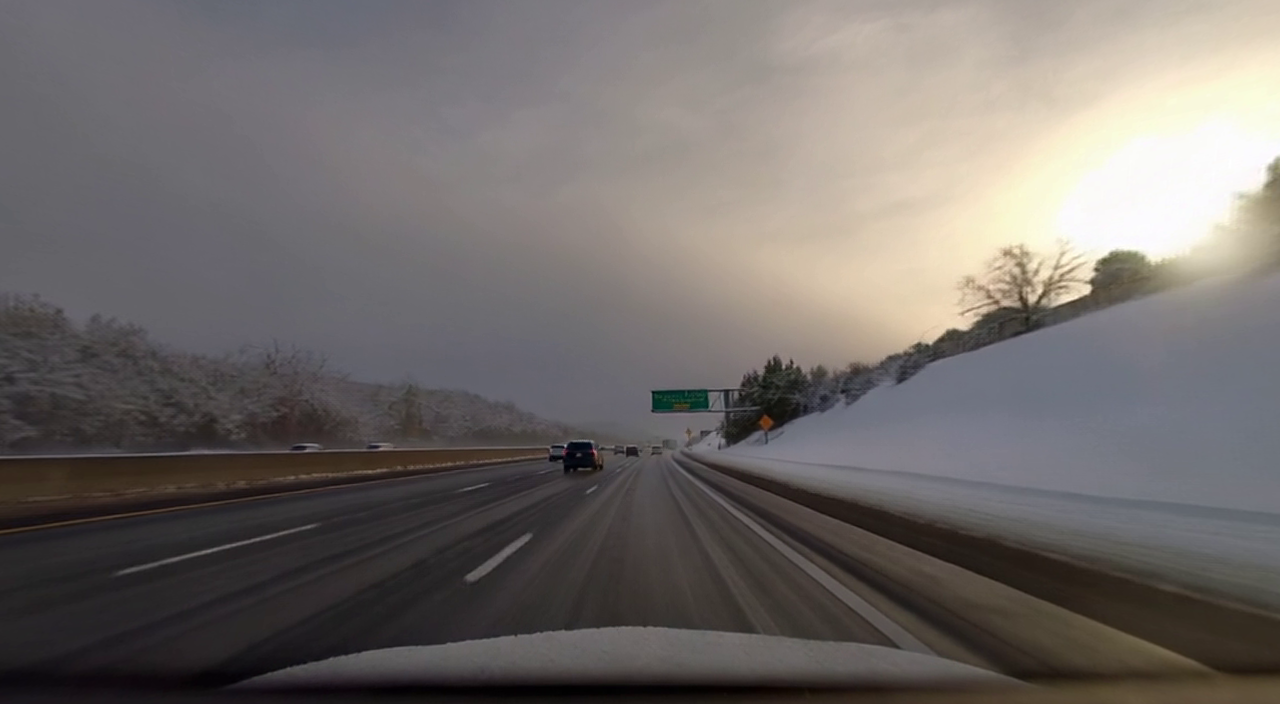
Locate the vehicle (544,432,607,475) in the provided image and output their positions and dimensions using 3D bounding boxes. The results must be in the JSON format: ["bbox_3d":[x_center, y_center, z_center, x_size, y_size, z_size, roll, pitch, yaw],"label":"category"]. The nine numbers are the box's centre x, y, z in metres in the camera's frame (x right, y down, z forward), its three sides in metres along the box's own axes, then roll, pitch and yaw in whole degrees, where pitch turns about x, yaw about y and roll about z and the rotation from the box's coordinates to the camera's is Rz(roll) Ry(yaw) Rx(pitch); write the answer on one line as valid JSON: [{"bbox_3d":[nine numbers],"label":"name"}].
[{"bbox_3d":[-3.071,4.993,31.086,2.413,1.896,5.218,-1,-8,2],"label":"vehicle"}]
